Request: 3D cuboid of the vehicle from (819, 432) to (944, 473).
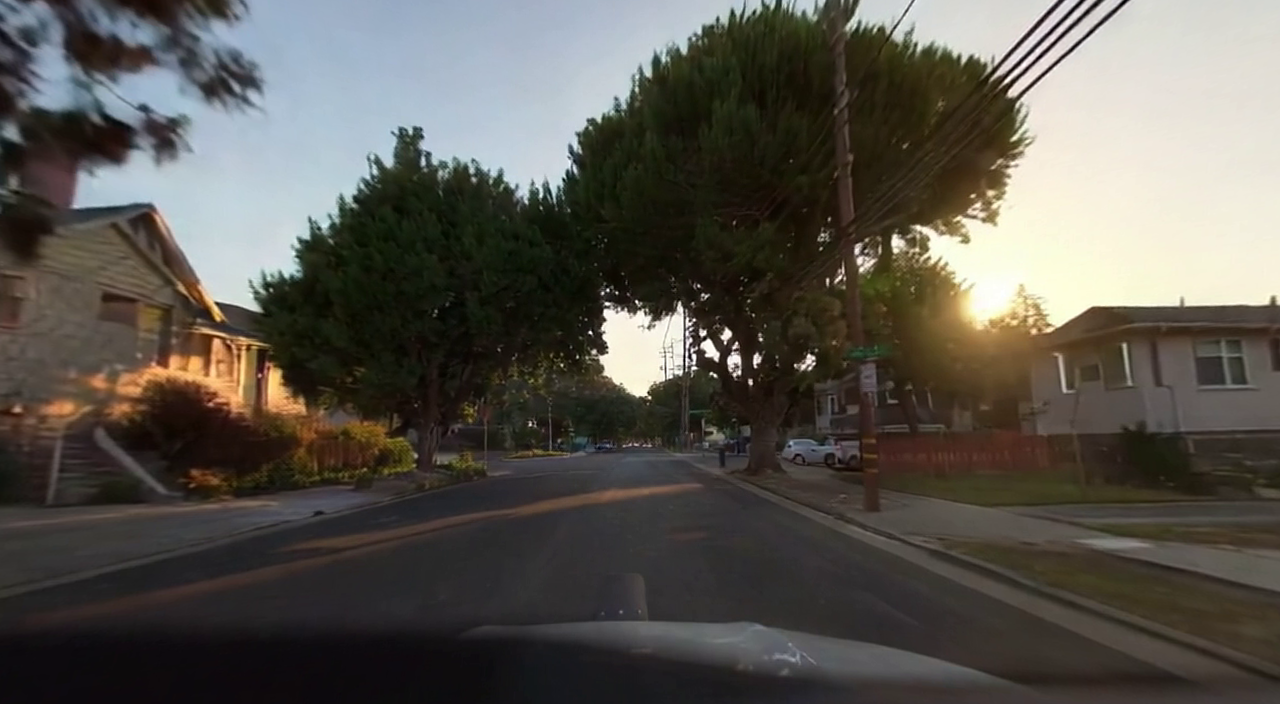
[{"bbox_3d":[10.924,4.583,28.891,4.902,1.794,1.975,-1,-9,4],"label":"vehicle"}]
